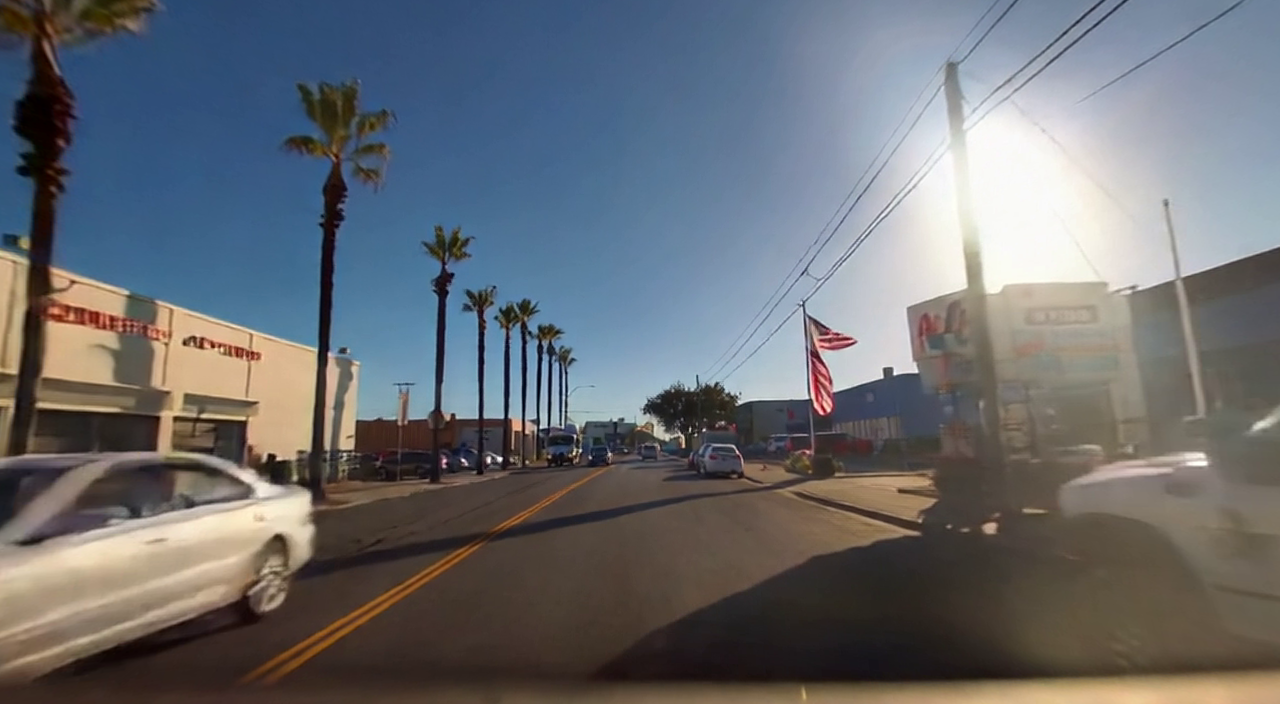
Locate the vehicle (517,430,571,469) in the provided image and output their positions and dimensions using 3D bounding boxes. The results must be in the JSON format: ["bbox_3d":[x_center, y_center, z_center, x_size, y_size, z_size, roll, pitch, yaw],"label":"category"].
[{"bbox_3d":[-7.452,7.667,49.848,2.845,2.738,7.208,-3,-8,2],"label":"vehicle"}]

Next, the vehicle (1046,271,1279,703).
[{"bbox_3d":[3.589,0.415,0.534,2.345,1.969,6.070,0,-9,-1],"label":"vehicle"}]

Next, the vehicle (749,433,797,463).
[{"bbox_3d":[9.455,6.739,44.435,2.325,1.877,5.987,-6,-9,19],"label":"vehicle"}]

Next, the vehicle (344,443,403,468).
[{"bbox_3d":[-20.320,7.893,48.423,2.152,1.746,5.461,0,-9,-1],"label":"vehicle"}]

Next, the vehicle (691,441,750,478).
[{"bbox_3d":[3.701,5.040,29.900,2.111,1.611,4.576,0,-9,-1],"label":"vehicle"}]

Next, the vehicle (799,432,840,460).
[{"bbox_3d":[12.765,6.678,44.797,2.159,1.840,4.404,-4,-9,23],"label":"vehicle"}]

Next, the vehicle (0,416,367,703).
[{"bbox_3d":[-3.637,1.199,3.770,2.033,1.492,4.477,0,-9,0],"label":"vehicle"}]

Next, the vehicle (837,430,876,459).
[{"bbox_3d":[15.295,6.531,44.422,2.311,1.876,4.987,-4,-9,21],"label":"vehicle"}]
